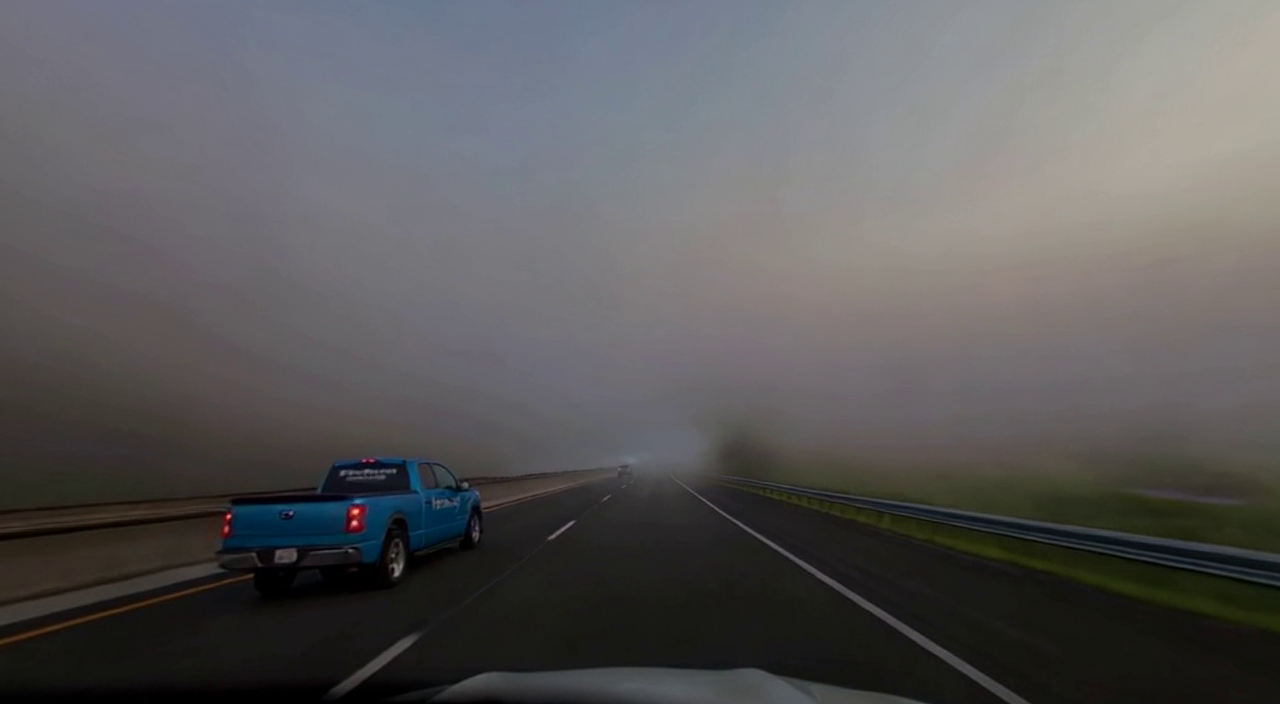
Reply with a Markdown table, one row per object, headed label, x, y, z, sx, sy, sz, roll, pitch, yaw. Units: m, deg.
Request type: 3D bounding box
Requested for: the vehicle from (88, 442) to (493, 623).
| label | x | y | z | sx | sy | sz | roll | pitch | yaw |
| --- | --- | --- | --- | --- | --- | --- | --- | --- | --- |
| vehicle | -3.607 | 2.012 | 7.997 | 2.135 | 1.506 | 5.041 | 0 | -10 | 1 |
